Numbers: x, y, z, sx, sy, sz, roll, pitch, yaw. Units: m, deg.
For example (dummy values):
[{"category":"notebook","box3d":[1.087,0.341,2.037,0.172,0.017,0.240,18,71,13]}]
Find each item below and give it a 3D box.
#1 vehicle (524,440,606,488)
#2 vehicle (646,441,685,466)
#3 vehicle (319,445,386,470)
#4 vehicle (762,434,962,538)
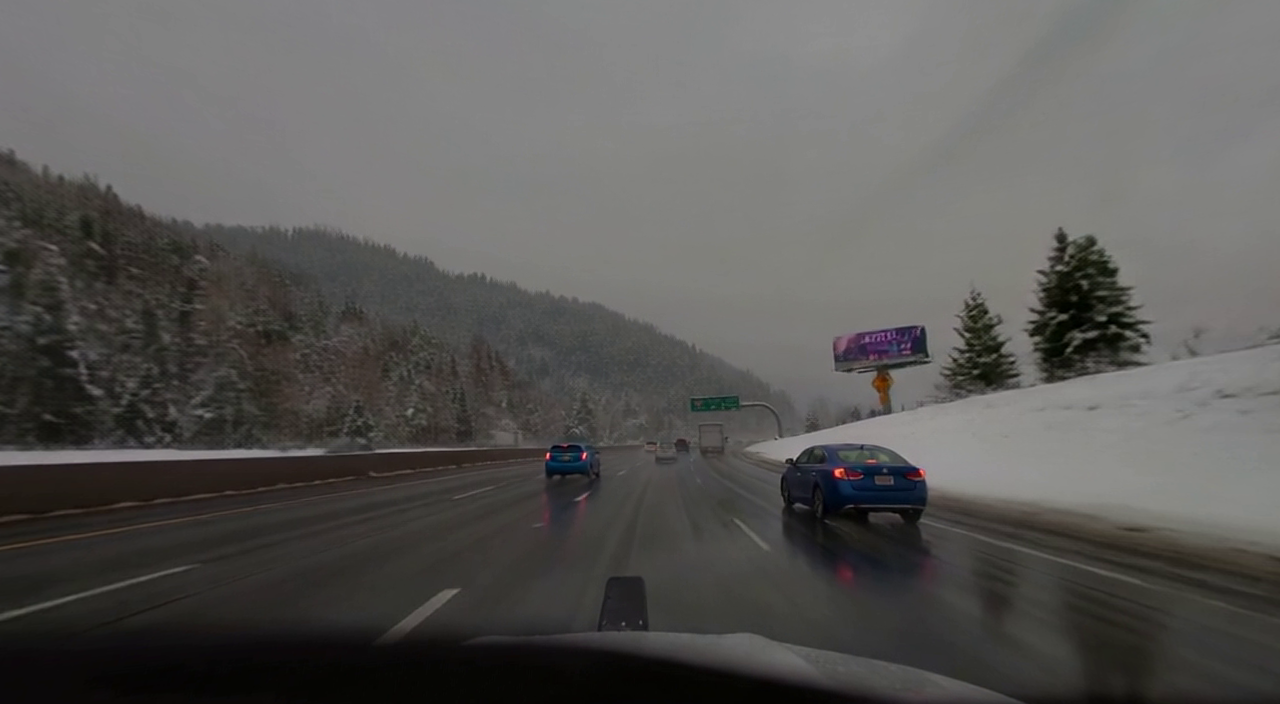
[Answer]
[{"category":"vehicle","box3d":[-2.491,3.896,22.292,2.031,1.491,4.792,-1,-8,3]},{"category":"vehicle","box3d":[1.586,6.184,38.526,2.202,1.467,3.929,-1,-8,3]},{"category":"vehicle","box3d":[-18.858,6.923,41.639,1.974,1.513,4.705,-1,-8,4]},{"category":"vehicle","box3d":[3.613,2.251,11.266,2.013,1.464,4.317,0,-8,0]}]
